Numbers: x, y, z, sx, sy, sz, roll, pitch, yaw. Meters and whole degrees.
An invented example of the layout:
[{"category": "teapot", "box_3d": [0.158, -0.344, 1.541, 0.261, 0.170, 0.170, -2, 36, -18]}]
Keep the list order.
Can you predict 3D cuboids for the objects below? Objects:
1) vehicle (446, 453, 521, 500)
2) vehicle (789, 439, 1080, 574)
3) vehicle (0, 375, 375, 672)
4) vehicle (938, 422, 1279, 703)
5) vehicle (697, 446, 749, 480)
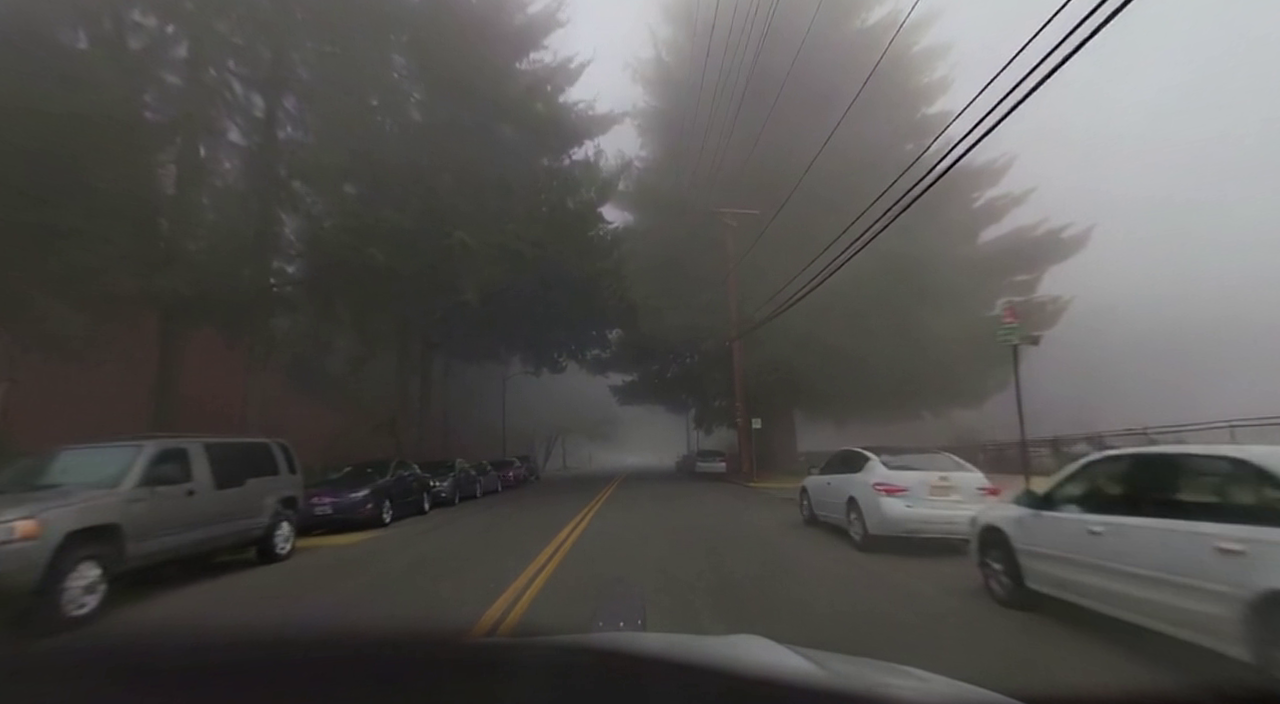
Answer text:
[{"category": "vehicle", "box_3d": [-6.184, 4.944, 25.341, 1.912, 1.521, 4.326, -3, -8, 0]}, {"category": "vehicle", "box_3d": [3.788, 2.052, 9.225, 2.013, 1.463, 4.523, 0, -9, -1]}, {"category": "vehicle", "box_3d": [-6.124, 1.833, 8.020, 2.555, 2.236, 6.491, -6, -7, 0]}, {"category": "vehicle", "box_3d": [3.878, 1.219, 3.931, 1.846, 1.464, 4.420, 0, -9, 0]}, {"category": "vehicle", "box_3d": [3.975, 5.359, 30.671, 1.883, 1.527, 3.828, 0, -9, -1]}]
